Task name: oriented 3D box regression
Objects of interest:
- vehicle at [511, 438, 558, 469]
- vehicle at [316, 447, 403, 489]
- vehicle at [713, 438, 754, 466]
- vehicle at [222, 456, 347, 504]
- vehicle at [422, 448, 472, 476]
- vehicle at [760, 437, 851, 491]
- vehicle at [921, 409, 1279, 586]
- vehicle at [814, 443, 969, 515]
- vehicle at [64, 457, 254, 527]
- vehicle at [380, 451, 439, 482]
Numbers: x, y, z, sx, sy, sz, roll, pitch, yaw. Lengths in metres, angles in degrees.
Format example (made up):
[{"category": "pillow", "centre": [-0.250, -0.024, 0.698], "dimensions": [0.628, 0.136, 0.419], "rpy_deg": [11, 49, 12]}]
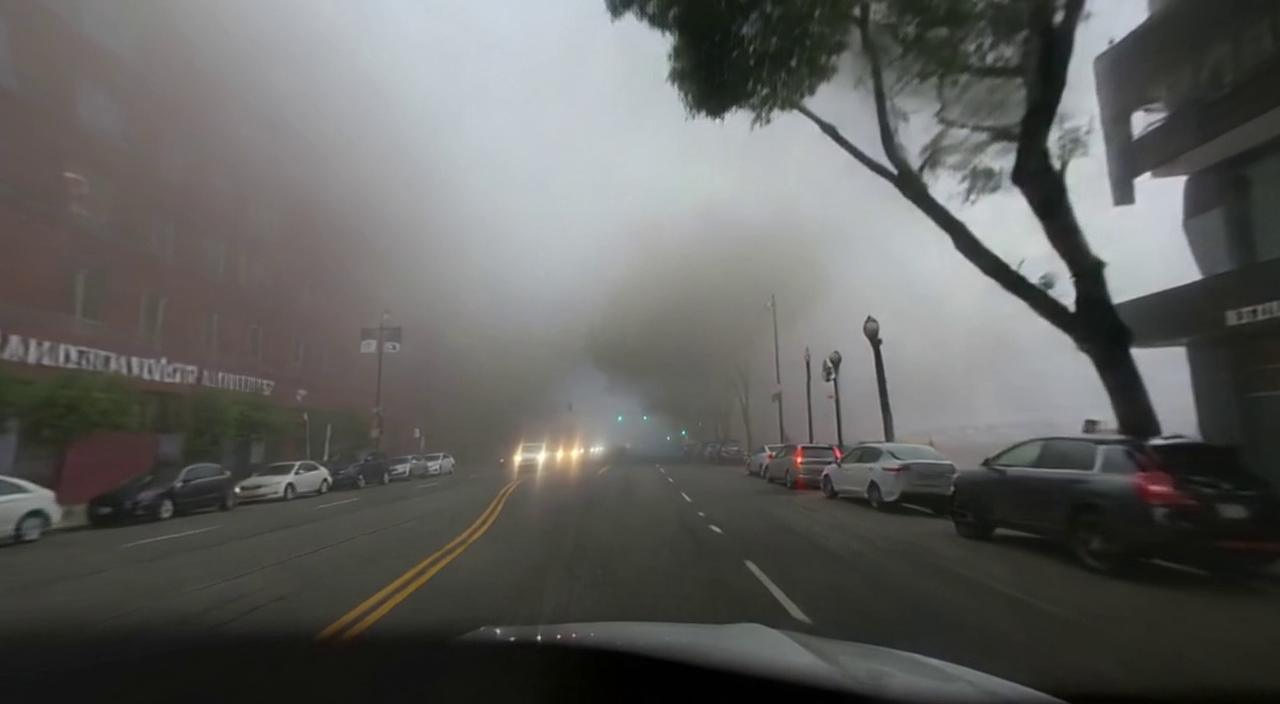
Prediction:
[{"category": "vehicle", "centre": [-6.381, 6.192, 38.733], "dimensions": [2.095, 1.759, 4.413], "rpy_deg": [0, -8, 1]}, {"category": "vehicle", "centre": [-12.028, 4.985, 27.424], "dimensions": [1.834, 1.643, 4.110], "rpy_deg": [0, -8, 1]}, {"category": "vehicle", "centre": [6.028, 6.483, 41.215], "dimensions": [2.047, 1.720, 4.353], "rpy_deg": [0, -8, 0]}, {"category": "vehicle", "centre": [-12.531, 4.504, 22.669], "dimensions": [1.868, 1.418, 4.415], "rpy_deg": [-2, -9, 1]}, {"category": "vehicle", "centre": [-12.156, 6.916, 40.103], "dimensions": [1.894, 1.654, 3.944], "rpy_deg": [0, -8, 0]}, {"category": "vehicle", "centre": [5.548, 3.806, 21.801], "dimensions": [1.899, 1.642, 4.463], "rpy_deg": [0, -8, 0]}, {"category": "vehicle", "centre": [6.009, 1.812, 8.758], "dimensions": [1.991, 1.771, 4.604], "rpy_deg": [0, -8, -1]}, {"category": "vehicle", "centre": [5.831, 2.955, 15.363], "dimensions": [1.787, 1.463, 4.506], "rpy_deg": [0, -8, -2]}, {"category": "vehicle", "centre": [-12.494, 3.613, 16.816], "dimensions": [1.800, 1.532, 4.110], "rpy_deg": [0, -8, 0]}, {"category": "vehicle", "centre": [-12.464, 6.187, 34.406], "dimensions": [1.774, 1.570, 3.900], "rpy_deg": [0, -8, 0]}]
